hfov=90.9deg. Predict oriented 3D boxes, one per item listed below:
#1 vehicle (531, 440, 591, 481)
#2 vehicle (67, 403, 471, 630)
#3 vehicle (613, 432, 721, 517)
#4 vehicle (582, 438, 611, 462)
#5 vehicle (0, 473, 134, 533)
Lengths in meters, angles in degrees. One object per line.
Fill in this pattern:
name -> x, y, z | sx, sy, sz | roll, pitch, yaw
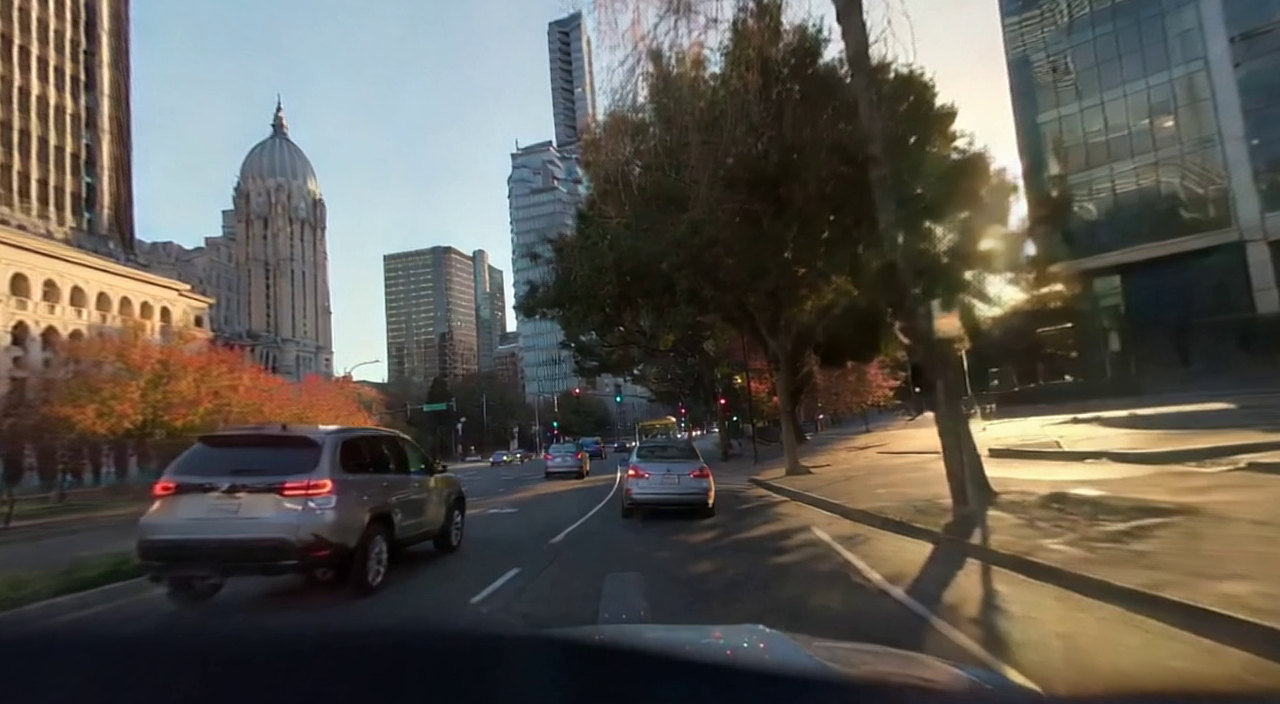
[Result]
vehicle -> -3.125, 4.379, 25.808 | 1.961, 1.517, 4.202 | 0, -9, -1
vehicle -> -3.211, 1.476, 6.509 | 1.848, 1.641, 3.686 | 0, -9, 1
vehicle -> 0.425, 2.475, 13.226 | 1.933, 1.504, 3.802 | 0, -9, -2
vehicle -> -3.329, 7.599, 49.041 | 1.969, 1.764, 4.160 | 0, -9, -1
vehicle -> -20.951, 5.312, 22.627 | 1.864, 1.688, 4.558 | 0, -9, -2
